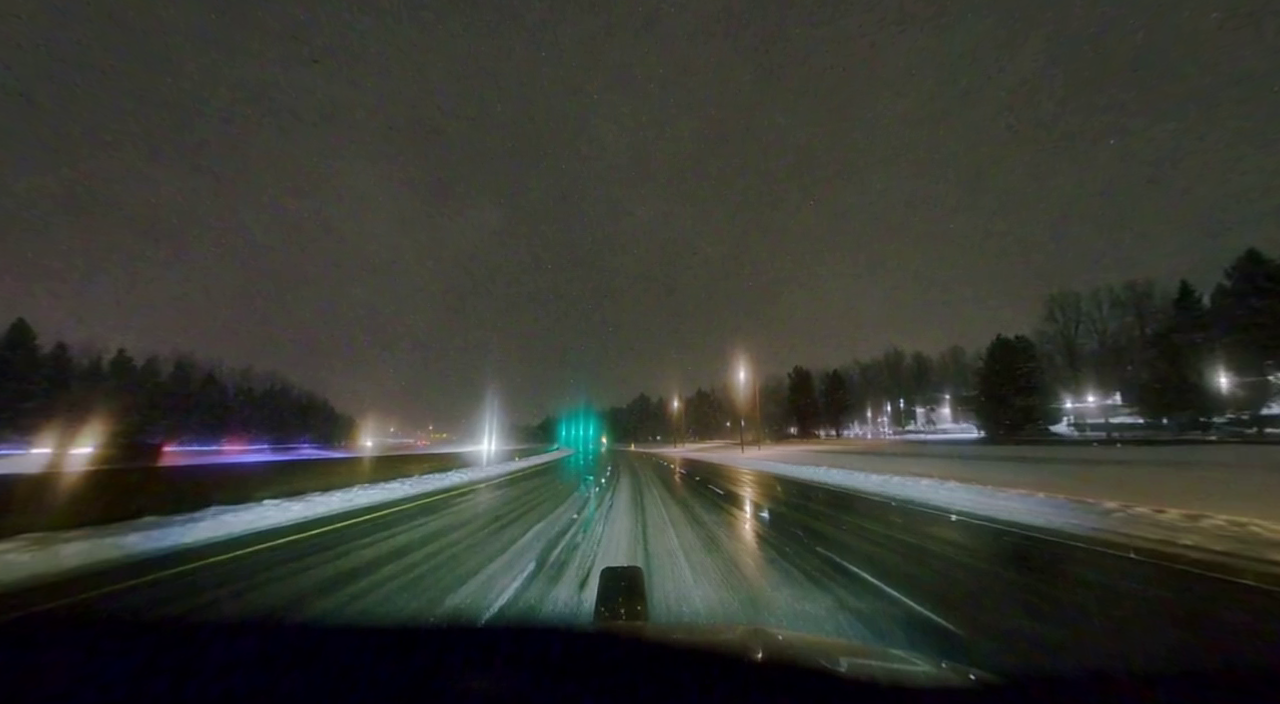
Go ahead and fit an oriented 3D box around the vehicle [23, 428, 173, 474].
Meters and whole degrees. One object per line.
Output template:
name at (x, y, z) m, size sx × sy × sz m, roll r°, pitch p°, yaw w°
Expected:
vehicle at (-23.241, 4.283, 27.272) m, size 2.093 × 1.798 × 4.981 m, roll 0°, pitch -9°, yaw -1°
